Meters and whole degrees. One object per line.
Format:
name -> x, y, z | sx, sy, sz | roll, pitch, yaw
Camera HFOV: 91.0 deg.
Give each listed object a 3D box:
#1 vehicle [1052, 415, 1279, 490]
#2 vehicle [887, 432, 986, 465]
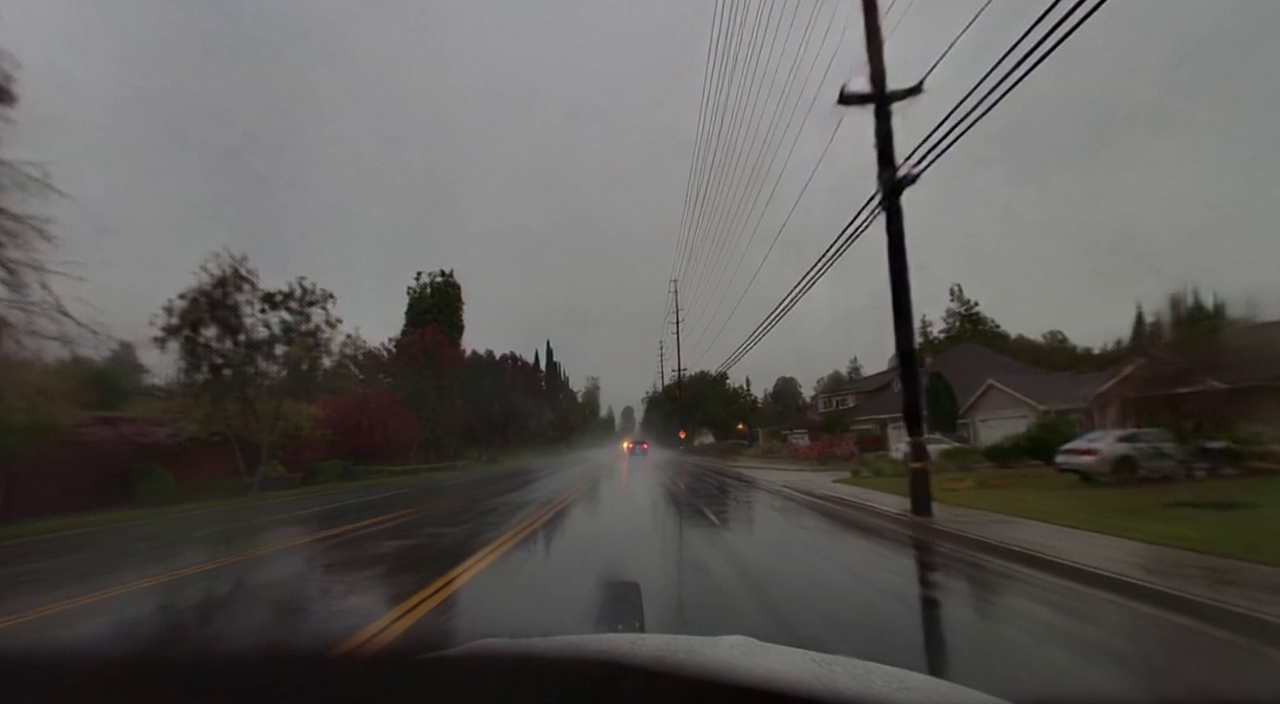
vehicle -> 12.310, 2.380, 15.139 | 1.846, 1.523, 4.492 | 0, -8, 2
vehicle -> 14.368, 4.692, 30.641 | 3.855, 1.548, 1.937 | 0, -9, -4
